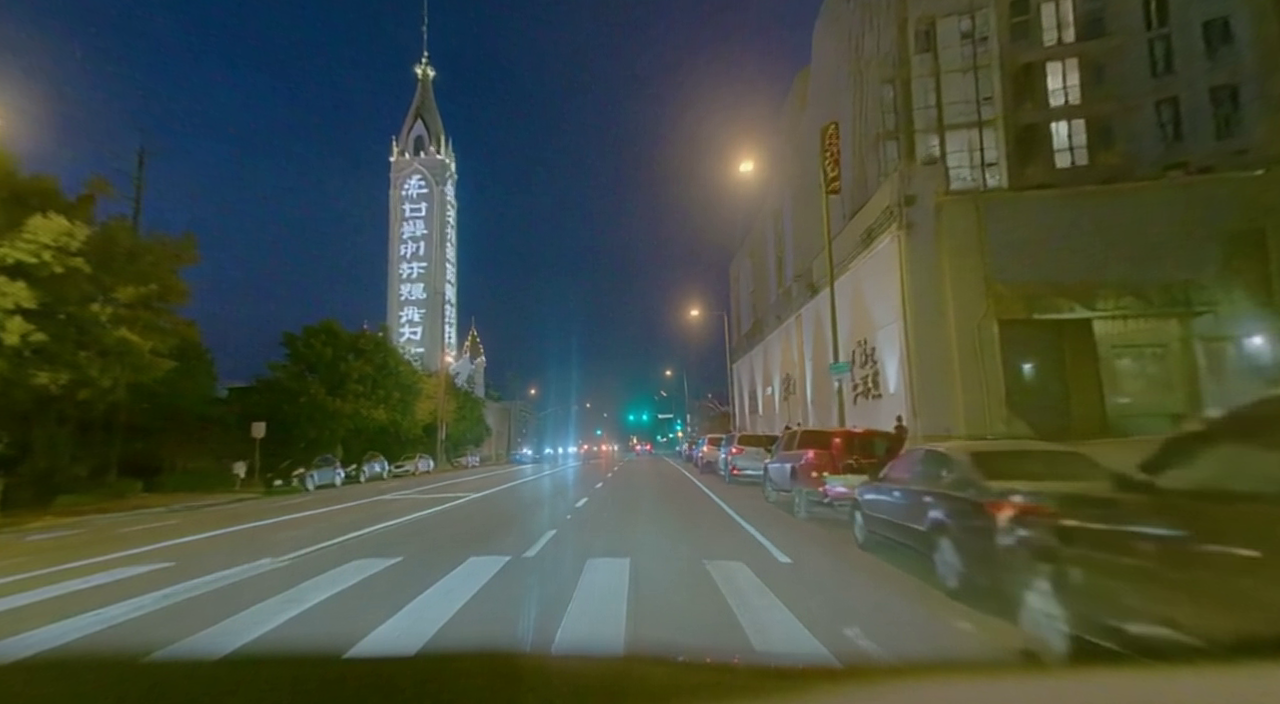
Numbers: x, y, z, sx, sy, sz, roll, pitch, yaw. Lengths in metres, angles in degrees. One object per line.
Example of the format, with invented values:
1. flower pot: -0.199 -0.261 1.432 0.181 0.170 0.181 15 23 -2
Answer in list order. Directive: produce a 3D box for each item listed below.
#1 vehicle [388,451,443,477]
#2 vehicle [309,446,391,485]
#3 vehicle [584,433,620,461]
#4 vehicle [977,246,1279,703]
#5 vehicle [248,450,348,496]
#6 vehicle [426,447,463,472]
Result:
1. vehicle: -15.193 7.608 43.084 2.076 1.672 4.499 0 -9 0
2. vehicle: -15.237 5.988 33.540 2.014 1.846 4.920 0 -9 -1
3. vehicle: -2.742 7.049 46.895 2.293 1.936 4.737 0 -9 1
4. vehicle: 3.121 0.618 1.468 2.074 2.041 5.045 1 -8 2
5. vehicle: -14.940 5.271 27.932 1.978 1.819 4.477 0 -9 -2
6. vehicle: -15.178 8.374 49.273 1.751 1.865 3.735 0 -9 -1
